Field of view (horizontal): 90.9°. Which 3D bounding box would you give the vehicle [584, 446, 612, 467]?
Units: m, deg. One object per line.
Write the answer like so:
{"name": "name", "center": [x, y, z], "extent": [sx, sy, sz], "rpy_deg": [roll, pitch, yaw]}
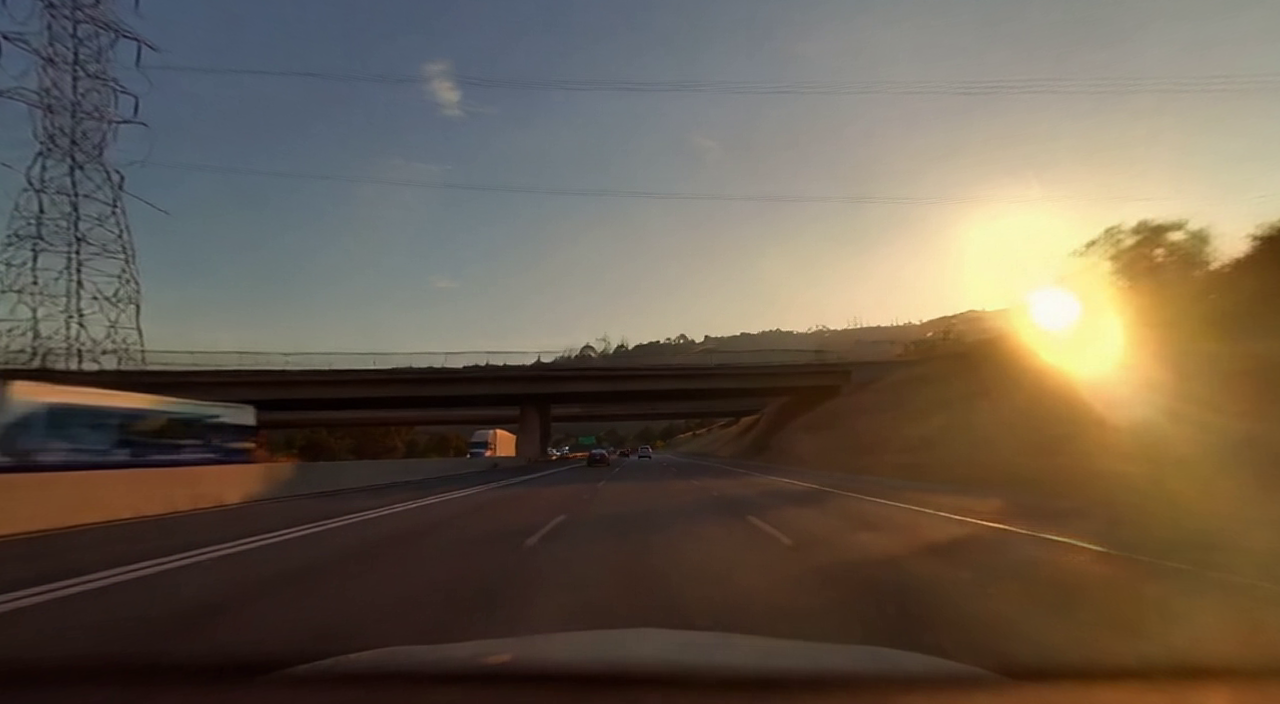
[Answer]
{"name": "vehicle", "center": [-3.233, 8.159, 49.173], "extent": [1.924, 1.550, 4.165], "rpy_deg": [0, -9, 1]}

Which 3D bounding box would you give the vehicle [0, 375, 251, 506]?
{"name": "vehicle", "center": [-20.009, 3.266, 22.733], "extent": [2.903, 3.782, 14.097], "rpy_deg": [0, -9, 1]}
